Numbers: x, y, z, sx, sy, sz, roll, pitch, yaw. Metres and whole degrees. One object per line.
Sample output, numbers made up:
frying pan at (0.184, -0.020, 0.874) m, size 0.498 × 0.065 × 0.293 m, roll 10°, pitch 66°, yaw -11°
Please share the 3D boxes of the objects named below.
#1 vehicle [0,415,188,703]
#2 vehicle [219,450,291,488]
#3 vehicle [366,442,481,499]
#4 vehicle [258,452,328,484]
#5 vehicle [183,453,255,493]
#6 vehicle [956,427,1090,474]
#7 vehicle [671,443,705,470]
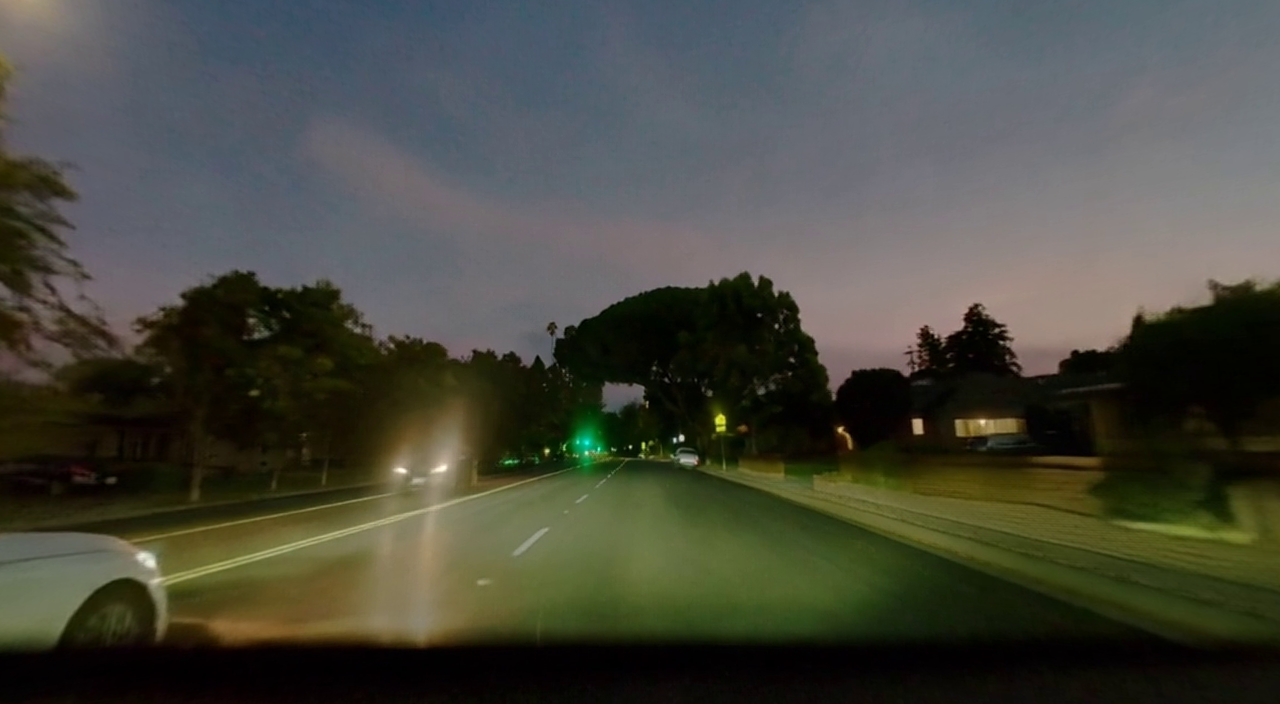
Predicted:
vehicle at (-3.342, 0.771, 0.922) m, size 1.969 × 1.459 × 4.619 m, roll 0°, pitch -8°, yaw 0°
vehicle at (-23.418, 7.184, 38.341) m, size 5.102 × 1.838 × 2.260 m, roll -16°, pitch -19°, yaw 42°
vehicle at (-7.503, 4.123, 22.566) m, size 2.194 × 1.761 × 5.282 m, roll 0°, pitch -8°, yaw 0°
vehicle at (-22.977, 7.713, 41.759) m, size 5.152 × 1.627 × 2.383 m, roll -16°, pitch -19°, yaw 41°
vehicle at (-22.383, 6.347, 33.493) m, size 4.273 × 1.797 × 2.129 m, roll -6°, pitch -12°, yaw 44°
vehicle at (15.279, 3.963, 25.274) m, size 4.362 × 1.702 × 2.333 m, roll 4°, pitch -10°, yaw -22°
vehicle at (3.600, 7.923, 48.133) m, size 2.130 × 1.873 × 4.886 m, roll 0°, pitch -8°, yaw 0°
